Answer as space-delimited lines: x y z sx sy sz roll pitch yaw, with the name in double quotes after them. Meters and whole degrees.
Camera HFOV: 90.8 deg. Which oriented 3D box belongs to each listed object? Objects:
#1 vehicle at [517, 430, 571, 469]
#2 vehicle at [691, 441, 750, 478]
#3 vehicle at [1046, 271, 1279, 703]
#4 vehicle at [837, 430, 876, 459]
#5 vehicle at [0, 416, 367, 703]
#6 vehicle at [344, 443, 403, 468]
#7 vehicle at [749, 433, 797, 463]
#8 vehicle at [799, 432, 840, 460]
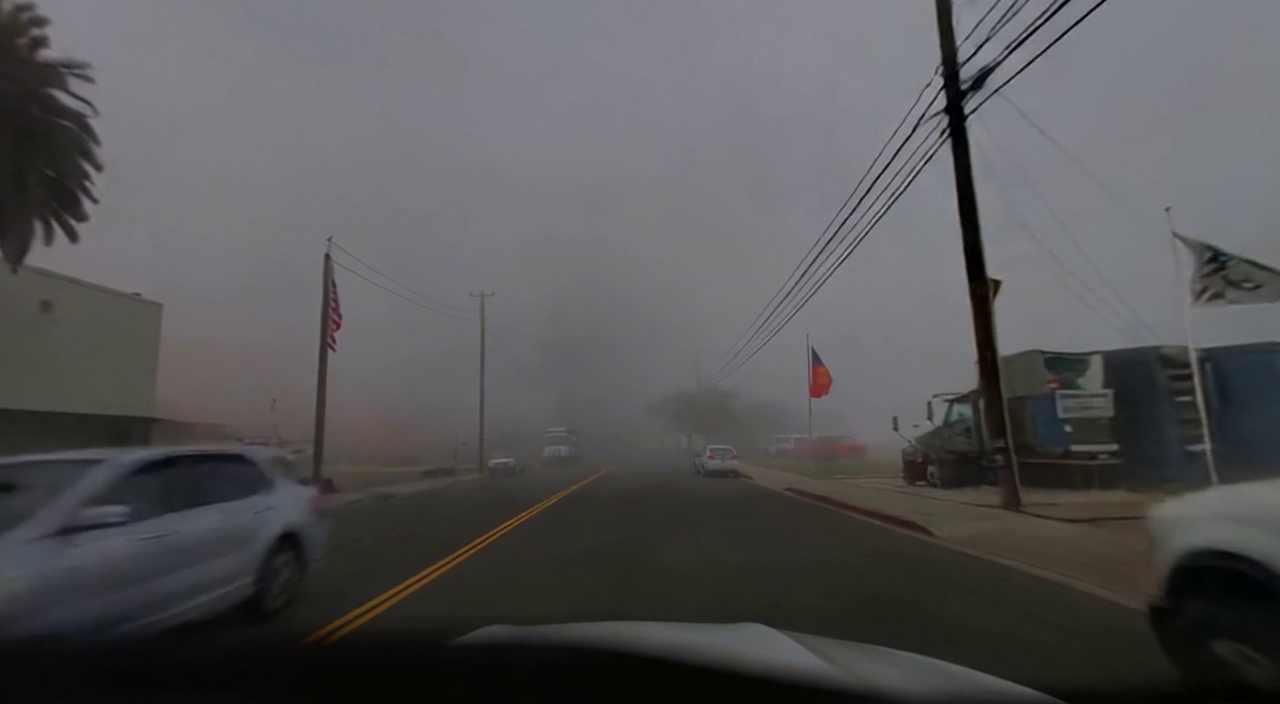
-7.452 7.667 49.848 2.845 2.738 7.208 -3 -8 2 "vehicle"
3.701 5.040 29.900 2.111 1.611 4.576 0 -9 -1 "vehicle"
3.589 0.415 0.534 2.345 1.969 6.070 0 -9 -1 "vehicle"
15.295 6.531 44.422 2.311 1.876 4.987 -4 -9 21 "vehicle"
-3.637 1.199 3.770 2.033 1.492 4.477 0 -9 0 "vehicle"
-20.320 7.893 48.423 2.152 1.746 5.461 0 -9 -1 "vehicle"
9.455 6.739 44.435 2.325 1.877 5.987 -6 -9 19 "vehicle"
12.765 6.678 44.797 2.159 1.840 4.404 -4 -9 23 "vehicle"
